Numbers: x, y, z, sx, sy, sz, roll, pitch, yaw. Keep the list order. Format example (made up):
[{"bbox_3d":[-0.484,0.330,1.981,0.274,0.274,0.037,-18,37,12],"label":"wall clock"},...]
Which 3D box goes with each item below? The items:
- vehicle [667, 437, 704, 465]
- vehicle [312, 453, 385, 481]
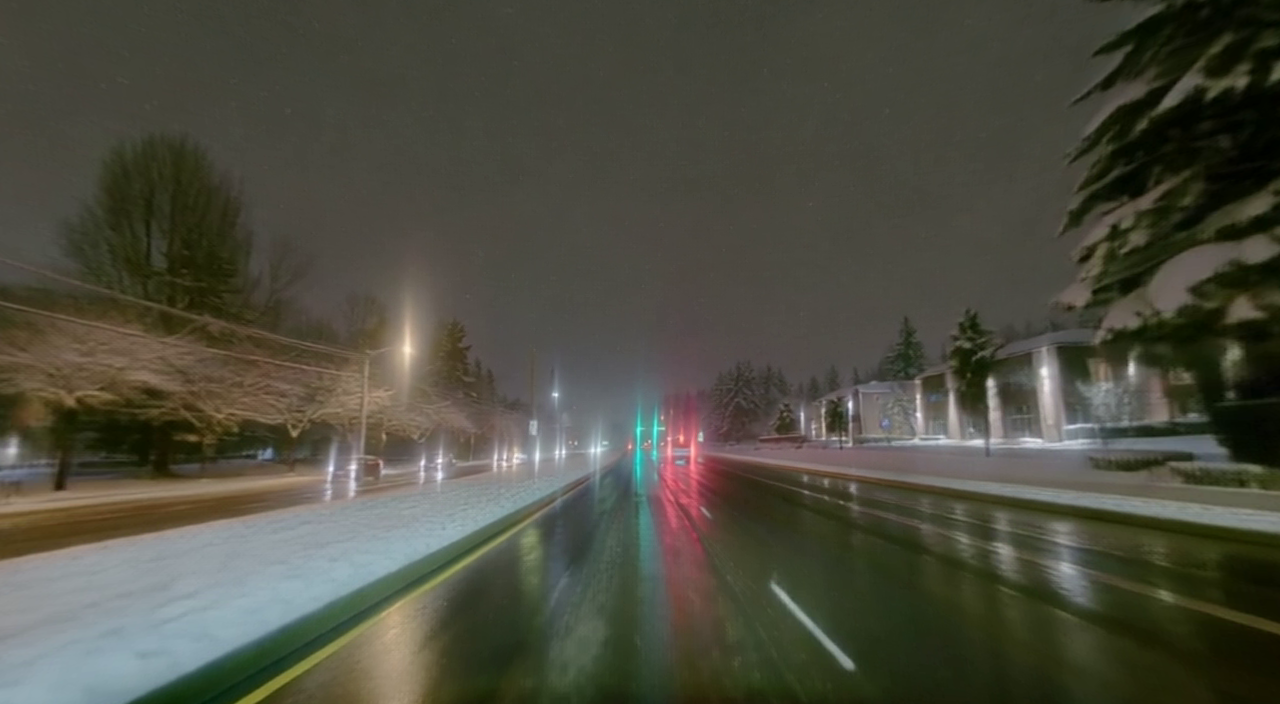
[{"bbox_3d":[3.139,6.987,44.692,2.085,1.828,5.383,0,-8,-1],"label":"vehicle"},{"bbox_3d":[-16.838,6.638,36.743,1.908,1.445,4.730,0,-8,1],"label":"vehicle"}]
